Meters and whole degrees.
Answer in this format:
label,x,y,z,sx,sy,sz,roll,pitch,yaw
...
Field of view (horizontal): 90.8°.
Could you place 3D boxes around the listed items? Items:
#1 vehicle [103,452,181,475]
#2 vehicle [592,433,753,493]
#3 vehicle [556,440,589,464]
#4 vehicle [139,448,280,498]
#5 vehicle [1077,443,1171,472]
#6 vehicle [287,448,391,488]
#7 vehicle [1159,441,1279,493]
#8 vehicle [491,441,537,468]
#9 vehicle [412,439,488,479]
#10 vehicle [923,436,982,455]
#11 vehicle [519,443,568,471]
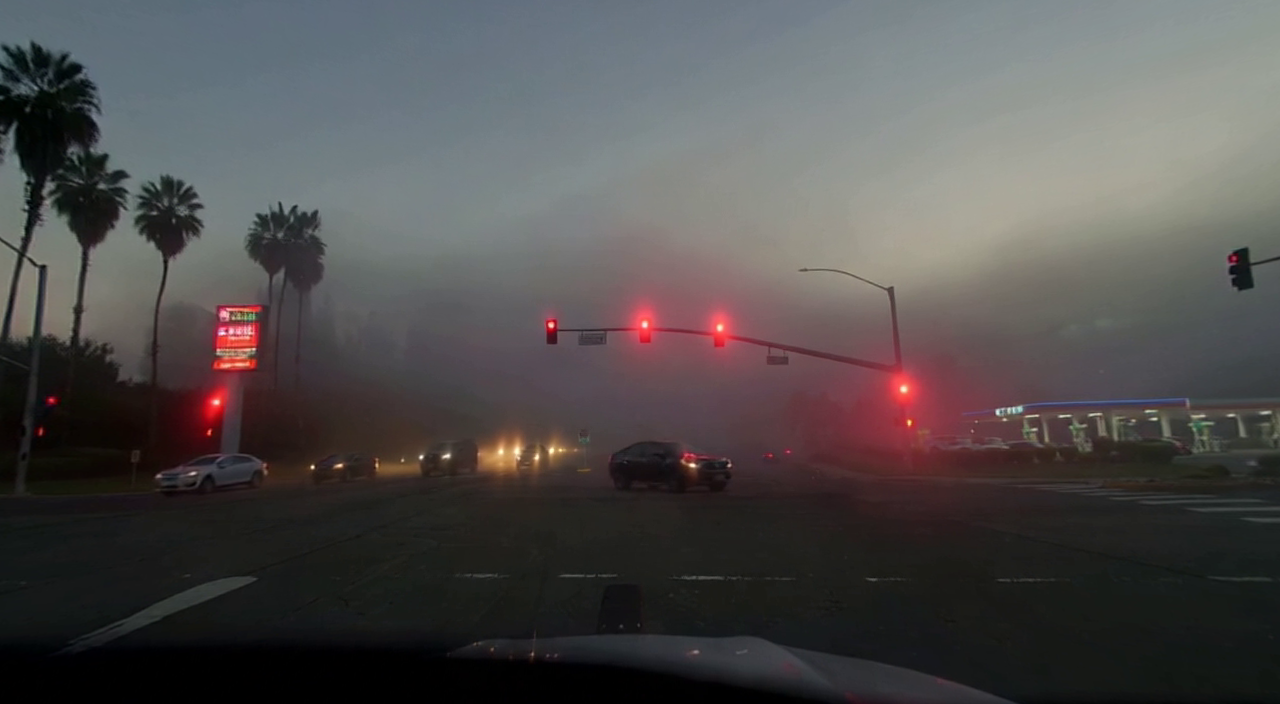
label,x,y,z,sx,sy,sz,roll,pitch,yaw
vehicle,-35.235,7.875,44.847,1.886,1.523,4.581,0,-9,-1
vehicle,0.917,3.474,20.170,2.138,1.651,4.938,9,-12,-44
vehicle,-5.134,7.657,48.531,1.929,1.719,4.892,0,-9,0
vehicle,-15.282,4.273,22.779,1.956,1.611,4.359,0,-9,0
vehicle,24.262,5.294,31.730,3.474,1.376,1.538,0,-9,-2
vehicle,-11.893,4.578,25.341,1.966,1.455,4.493,0,-9,0
vehicle,18.778,3.404,18.817,5.015,1.446,1.862,0,-9,-3
vehicle,-8.511,6.953,43.067,2.124,1.701,4.551,0,-9,1
vehicle,-8.618,4.889,29.056,2.156,1.662,4.186,0,-9,0
vehicle,22.542,6.760,45.652,3.356,1.395,1.559,0,-9,-1
vehicle,-5.306,5.827,35.315,1.983,1.464,4.579,0,-9,0
